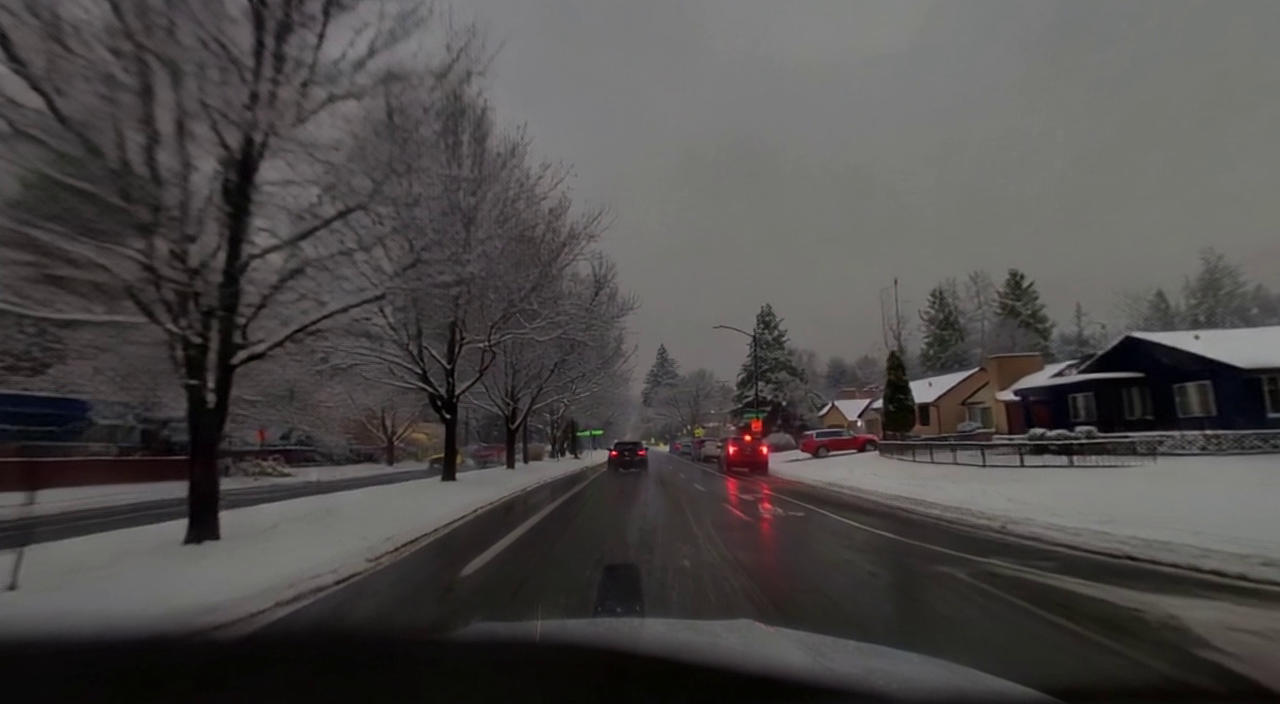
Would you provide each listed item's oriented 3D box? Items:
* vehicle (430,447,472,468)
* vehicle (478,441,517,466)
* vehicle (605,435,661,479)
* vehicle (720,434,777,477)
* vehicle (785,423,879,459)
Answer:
[{"bbox_3d":[-14.764,8.273,49.667,1.840,1.450,4.521,0,-8,1],"label":"vehicle"},{"bbox_3d":[-10.733,7.652,47.919,2.028,1.759,4.360,0,-8,-1],"label":"vehicle"},{"bbox_3d":[-0.242,4.257,25.893,2.106,1.655,3.717,0,-8,1],"label":"vehicle"},{"bbox_3d":[4.853,4.663,28.956,2.045,1.776,4.851,0,-8,4],"label":"vehicle"},{"bbox_3d":[11.557,5.399,38.288,4.919,1.886,2.086,-3,-9,2],"label":"vehicle"}]
